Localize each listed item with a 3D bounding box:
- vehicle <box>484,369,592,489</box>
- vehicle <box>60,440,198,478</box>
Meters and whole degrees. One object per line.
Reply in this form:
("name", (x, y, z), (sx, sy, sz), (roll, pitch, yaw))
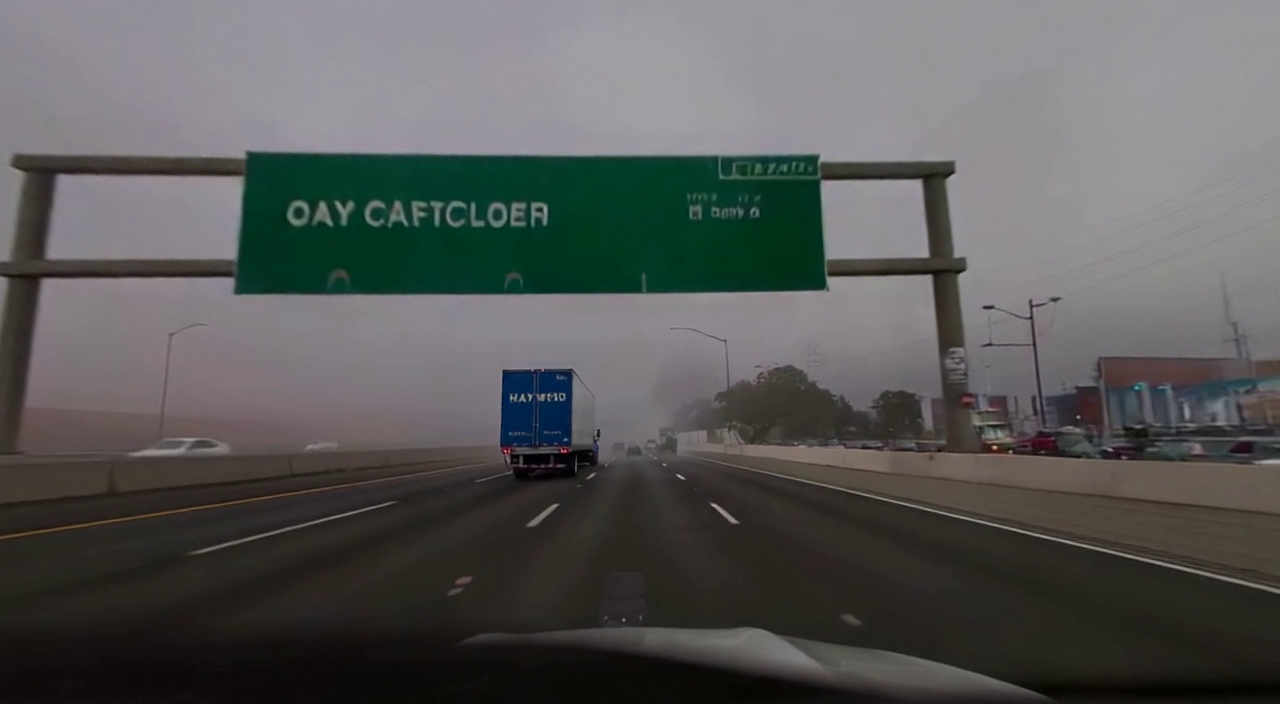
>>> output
("vehicle", (-3.846, 3.150, 26.230), (2.977, 4.048, 8.890), (2, -7, -1))
("vehicle", (-21.582, 4.523, 26.946), (1.849, 1.491, 4.662), (-1, -8, 3))
